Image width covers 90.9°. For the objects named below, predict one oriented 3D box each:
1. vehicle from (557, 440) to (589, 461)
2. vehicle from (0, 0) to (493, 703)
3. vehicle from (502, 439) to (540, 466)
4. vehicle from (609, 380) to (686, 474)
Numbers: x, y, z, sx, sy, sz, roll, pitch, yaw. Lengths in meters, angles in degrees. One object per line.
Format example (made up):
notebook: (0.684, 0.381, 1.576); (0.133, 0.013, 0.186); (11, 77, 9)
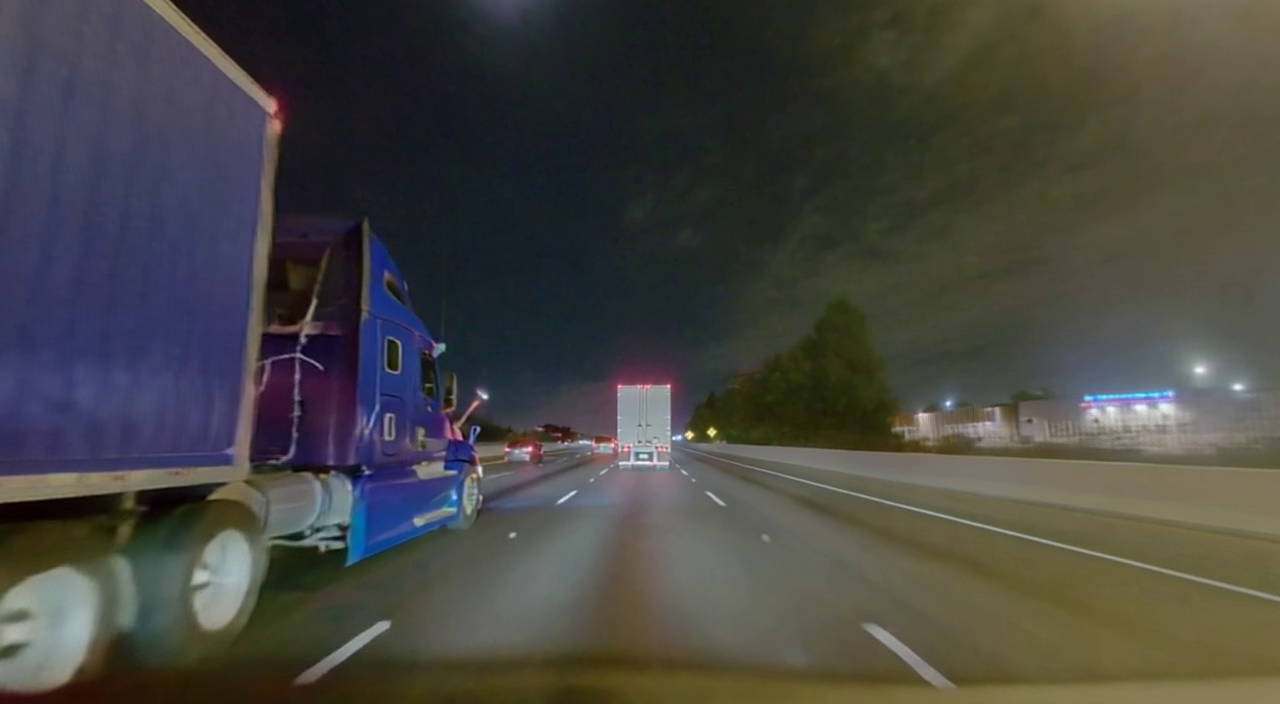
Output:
vehicle: (-4.873, 7.223, 46.234); (1.933, 1.459, 4.478); (0, -9, -1)
vehicle: (-3.947, 0.266, 5.726); (3.061, 3.891, 8.658); (0, -9, 0)
vehicle: (-7.145, 6.065, 38.106); (1.736, 1.580, 2.778); (0, -9, 0)
vehicle: (0.259, 3.620, 29.223); (2.941, 3.604, 9.851); (0, -9, 0)
